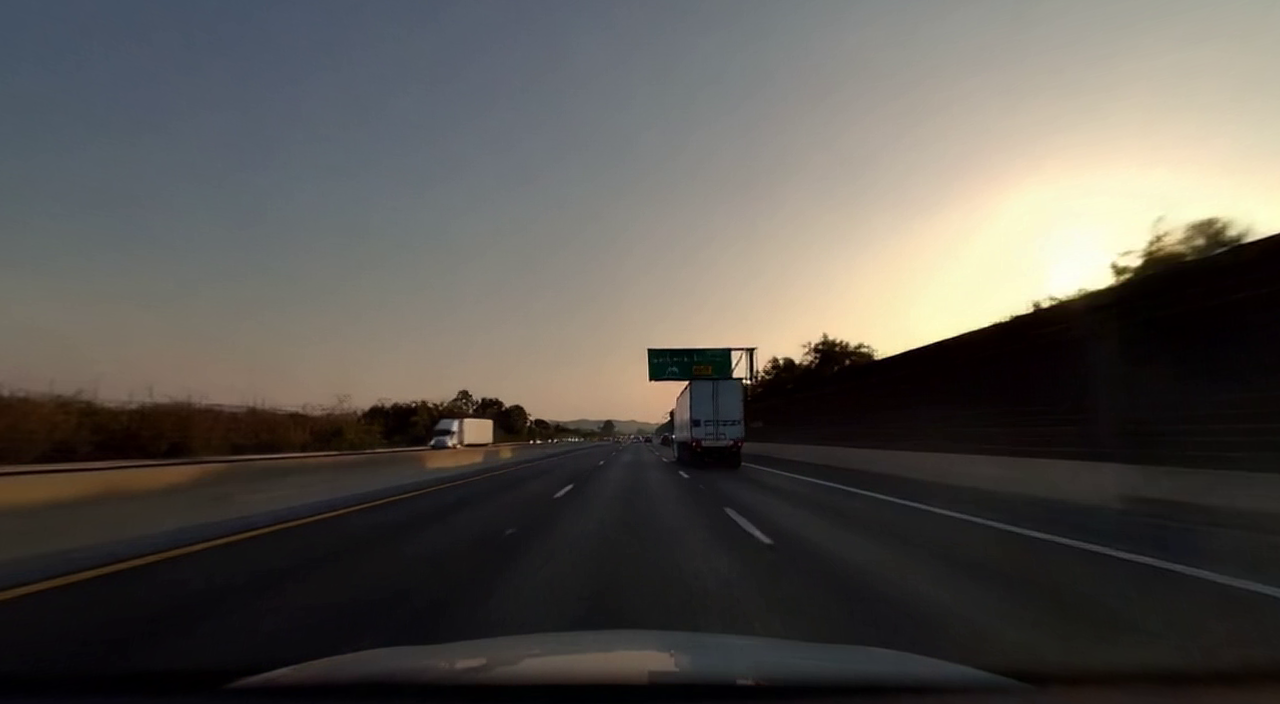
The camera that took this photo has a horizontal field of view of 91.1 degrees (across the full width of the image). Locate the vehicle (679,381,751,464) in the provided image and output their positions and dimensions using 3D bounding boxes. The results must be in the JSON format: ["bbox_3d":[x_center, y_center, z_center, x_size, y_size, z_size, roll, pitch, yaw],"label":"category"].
[{"bbox_3d":[3.856,3.991,34.512,2.840,3.947,8.920,0,-8,0],"label":"vehicle"}]
